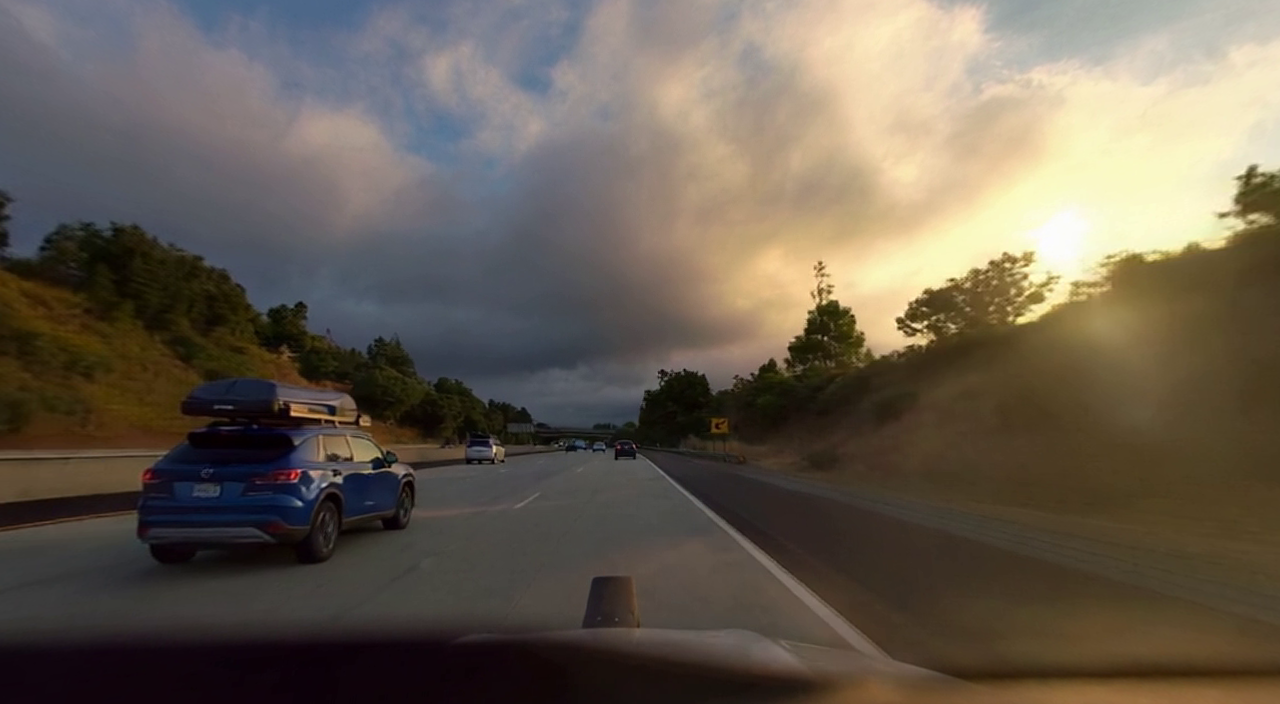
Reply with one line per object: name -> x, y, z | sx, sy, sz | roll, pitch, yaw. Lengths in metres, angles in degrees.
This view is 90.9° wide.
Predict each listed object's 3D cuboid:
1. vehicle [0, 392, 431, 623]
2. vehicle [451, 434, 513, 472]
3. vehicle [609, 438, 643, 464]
vehicle -> -4.185, 1.503, 7.205 | 2.069, 1.748, 4.652 | 0, -8, -1
vehicle -> -7.832, 5.006, 31.632 | 1.964, 1.745, 4.338 | 0, -8, 1
vehicle -> -0.894, 6.556, 42.043 | 2.178, 1.658, 3.916 | 0, -8, -1
